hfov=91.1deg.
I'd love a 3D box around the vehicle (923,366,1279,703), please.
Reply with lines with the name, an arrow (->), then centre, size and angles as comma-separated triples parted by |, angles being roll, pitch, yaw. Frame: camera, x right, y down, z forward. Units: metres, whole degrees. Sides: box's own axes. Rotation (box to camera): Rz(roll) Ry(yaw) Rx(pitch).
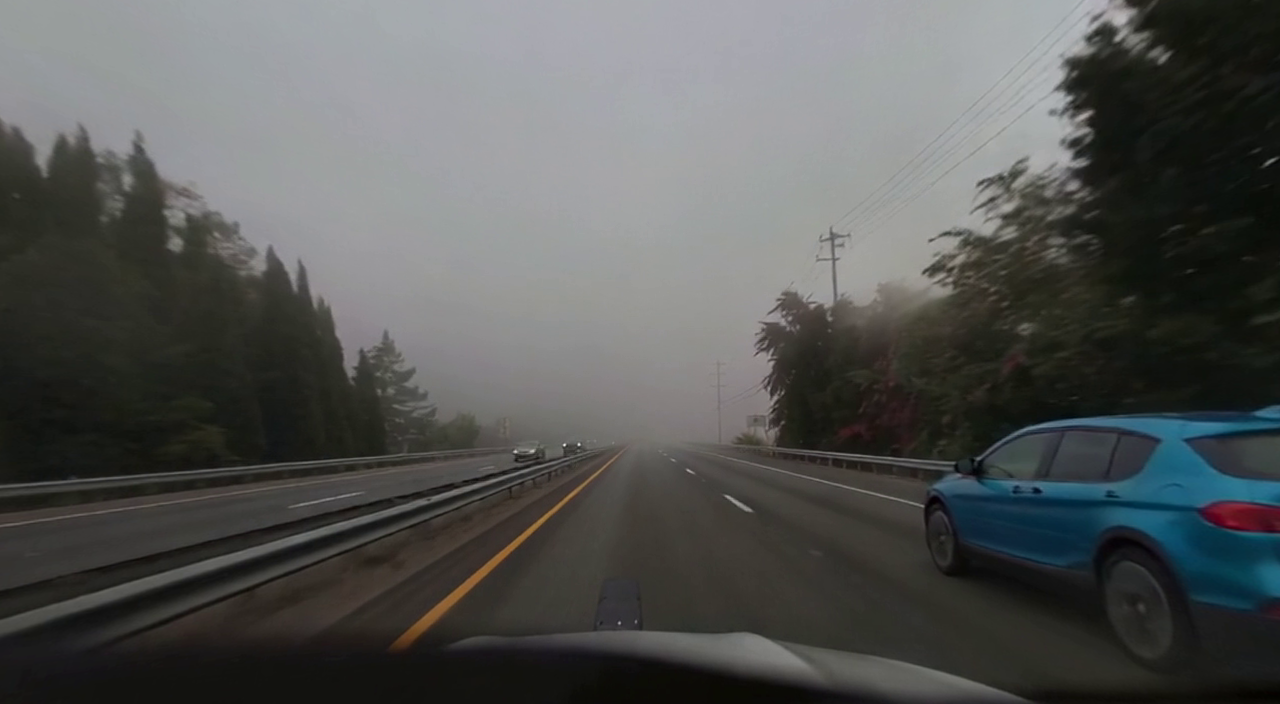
vehicle -> 3.760, 1.020, 3.951 | 2.032, 1.562, 4.029 | 0, -8, -1

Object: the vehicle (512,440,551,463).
vehicle -> -7.483, 6.908, 43.729 | 2.000, 1.485, 3.887 | 0, -8, 0
